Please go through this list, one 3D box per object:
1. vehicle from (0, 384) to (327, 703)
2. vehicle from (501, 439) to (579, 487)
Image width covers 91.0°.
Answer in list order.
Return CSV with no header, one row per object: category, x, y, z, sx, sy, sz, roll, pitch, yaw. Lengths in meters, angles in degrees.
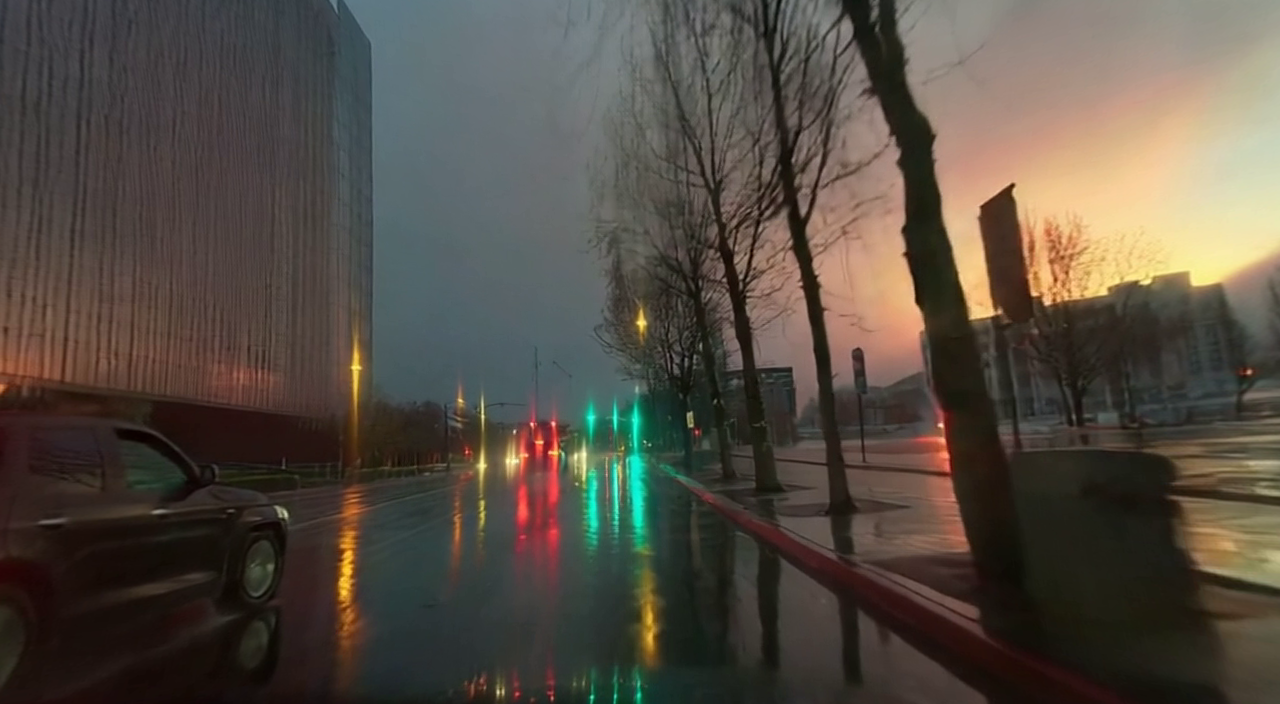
vehicle,-4.552,1.219,4.535,2.169,1.741,4.588,0,-9,1
vehicle,-4.133,4.702,26.991,2.384,1.849,5.009,0,-9,1
